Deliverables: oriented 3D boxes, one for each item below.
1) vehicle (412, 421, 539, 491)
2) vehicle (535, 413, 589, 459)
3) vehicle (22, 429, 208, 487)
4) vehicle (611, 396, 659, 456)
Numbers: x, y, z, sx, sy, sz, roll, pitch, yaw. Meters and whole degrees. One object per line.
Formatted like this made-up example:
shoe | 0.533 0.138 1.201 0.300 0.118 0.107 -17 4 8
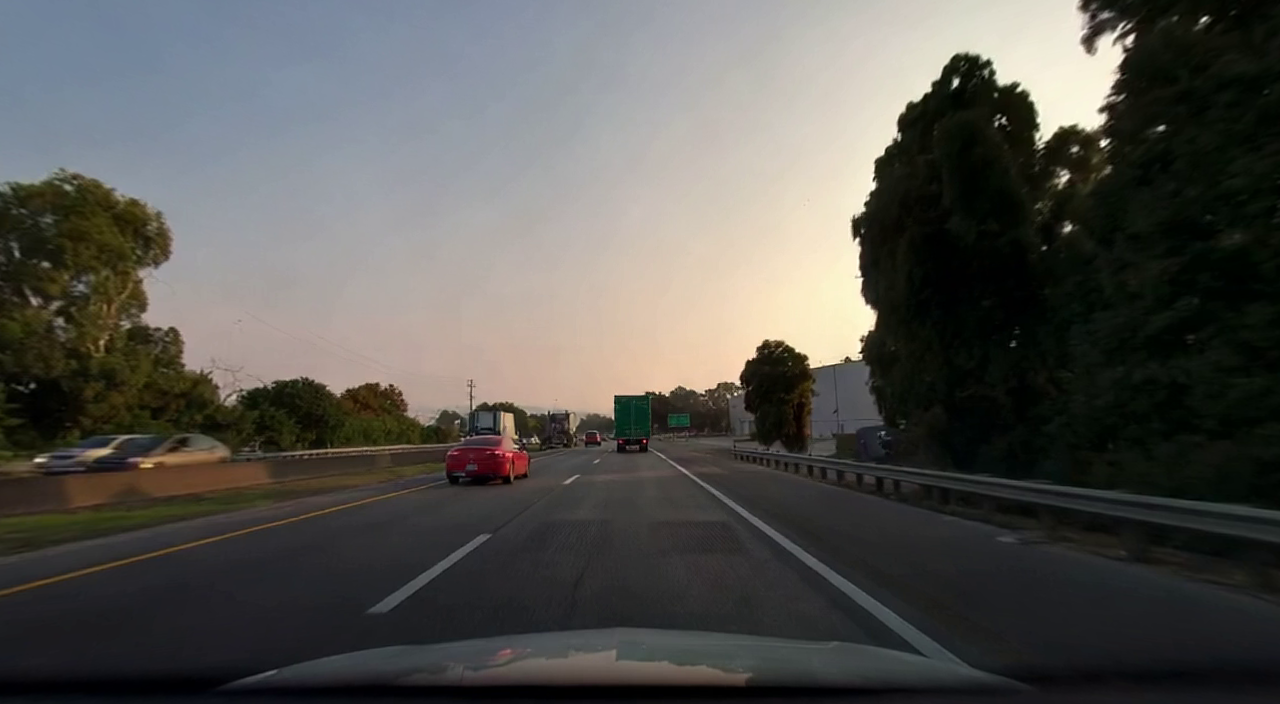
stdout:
vehicle | -4.182 2.731 17.030 2.005 1.602 5.131 0 -8 1
vehicle | -4.826 5.379 40.303 2.717 2.714 6.997 0 -8 -2
vehicle | -17.155 3.462 21.037 1.942 1.687 5.011 0 -8 -1
vehicle | -0.484 5.735 48.255 3.259 4.066 9.891 0 -8 -2
